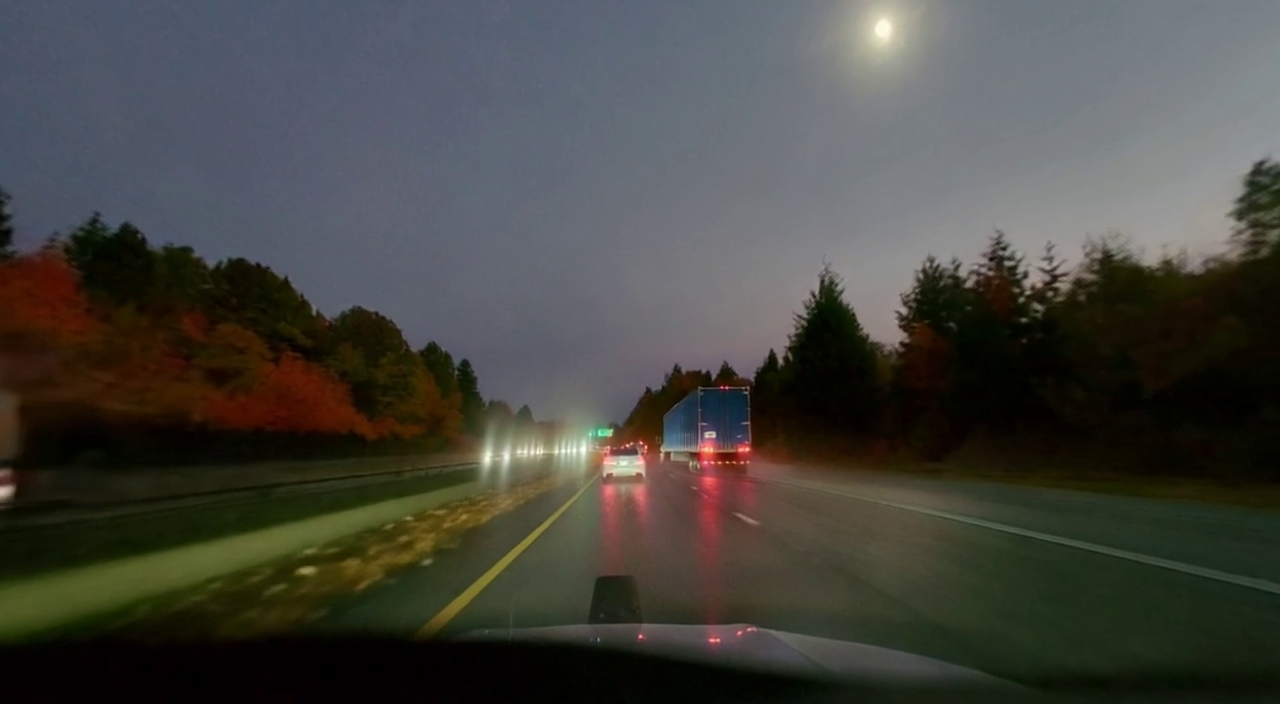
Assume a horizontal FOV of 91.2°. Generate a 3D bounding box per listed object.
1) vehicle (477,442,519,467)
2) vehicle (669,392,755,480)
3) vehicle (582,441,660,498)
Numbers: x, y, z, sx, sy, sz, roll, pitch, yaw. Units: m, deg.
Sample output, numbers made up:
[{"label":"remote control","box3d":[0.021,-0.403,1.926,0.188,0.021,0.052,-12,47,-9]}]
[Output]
[{"label":"vehicle","box3d":[-9.611,6.983,42.802,1.920,1.541,4.248,0,-9,-1]},{"label":"vehicle","box3d":[3.612,4.963,35.795,2.900,4.013,14.455,0,-9,-1]},{"label":"vehicle","box3d":[-0.557,3.488,18.969,2.099,1.506,4.097,0,-9,-1]}]
